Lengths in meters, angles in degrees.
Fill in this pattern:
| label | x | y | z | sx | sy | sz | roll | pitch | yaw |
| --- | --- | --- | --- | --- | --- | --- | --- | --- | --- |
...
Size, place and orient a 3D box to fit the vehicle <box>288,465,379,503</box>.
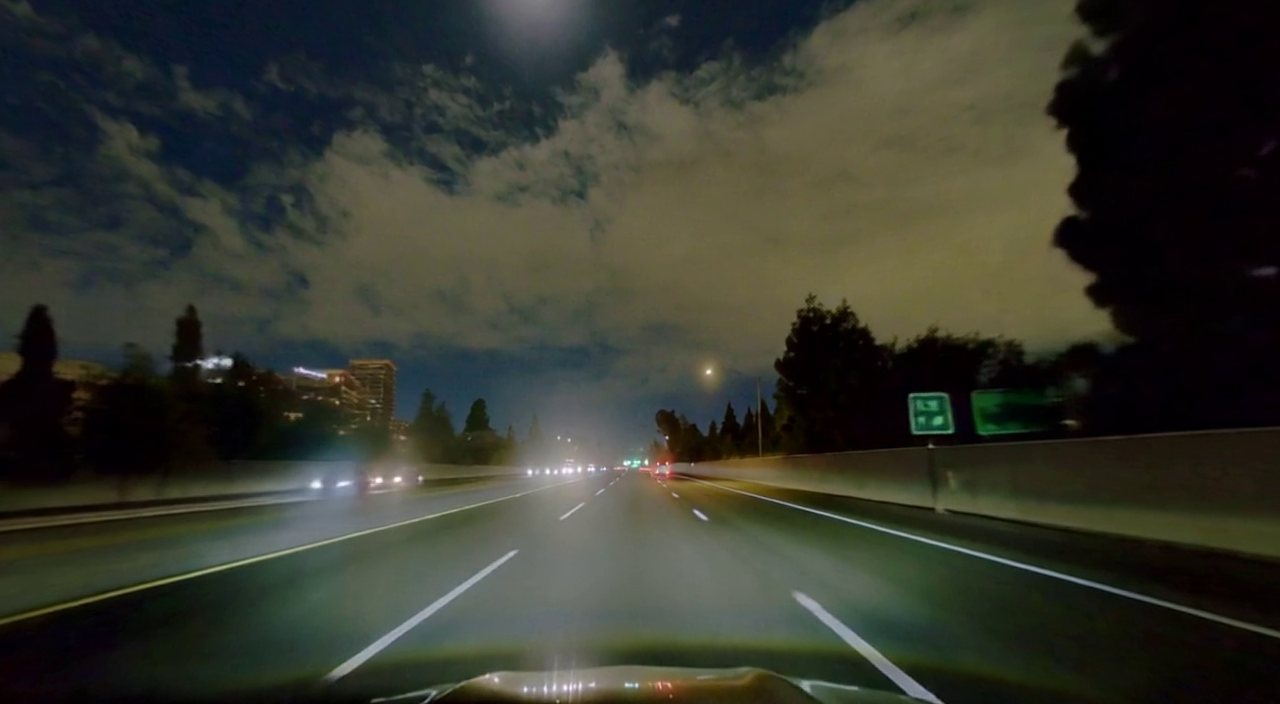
| label | x | y | z | sx | sy | sz | roll | pitch | yaw |
| --- | --- | --- | --- | --- | --- | --- | --- | --- | --- |
| vehicle | -12.632 | 5.466 | 26.255 | 1.830 | 1.421 | 3.937 | 1 | -10 | 0 |
